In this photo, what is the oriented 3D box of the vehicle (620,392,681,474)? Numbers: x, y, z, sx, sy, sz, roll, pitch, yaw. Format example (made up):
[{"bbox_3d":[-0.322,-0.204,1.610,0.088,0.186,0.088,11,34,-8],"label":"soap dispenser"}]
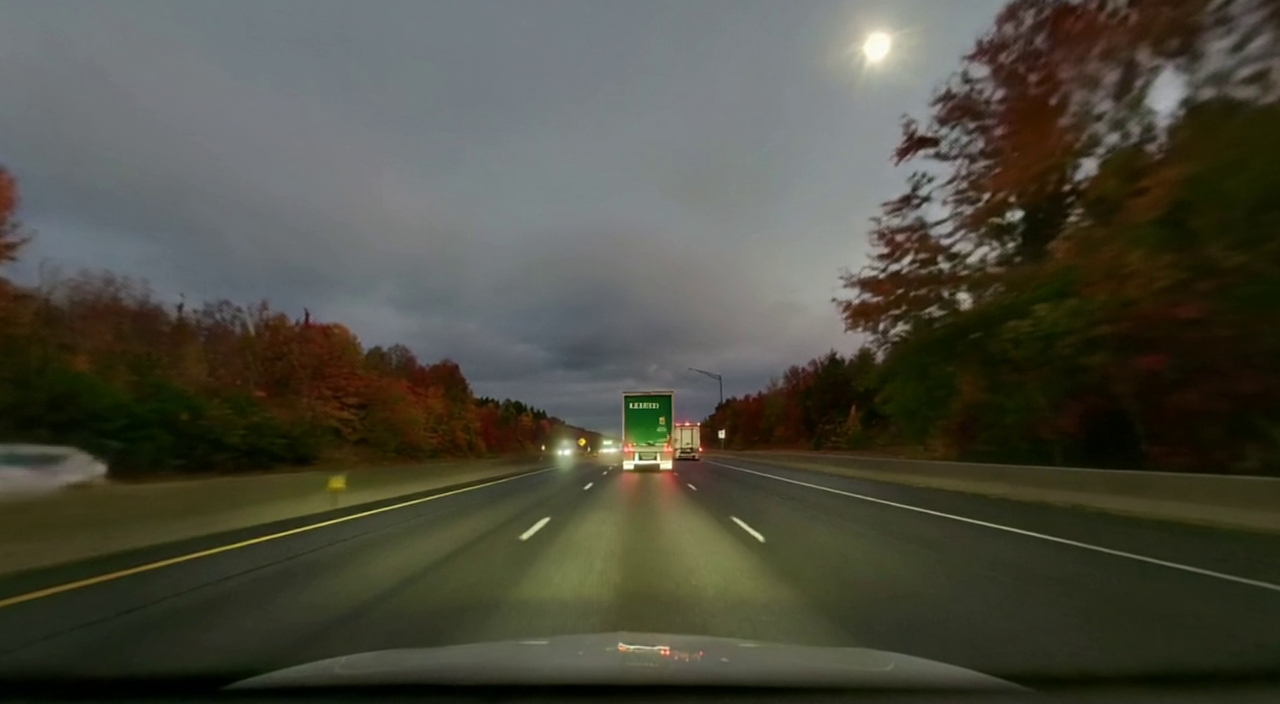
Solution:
[{"bbox_3d":[0.520,4.848,36.695,3.057,4.073,10.792,0,-9,0],"label":"vehicle"}]
